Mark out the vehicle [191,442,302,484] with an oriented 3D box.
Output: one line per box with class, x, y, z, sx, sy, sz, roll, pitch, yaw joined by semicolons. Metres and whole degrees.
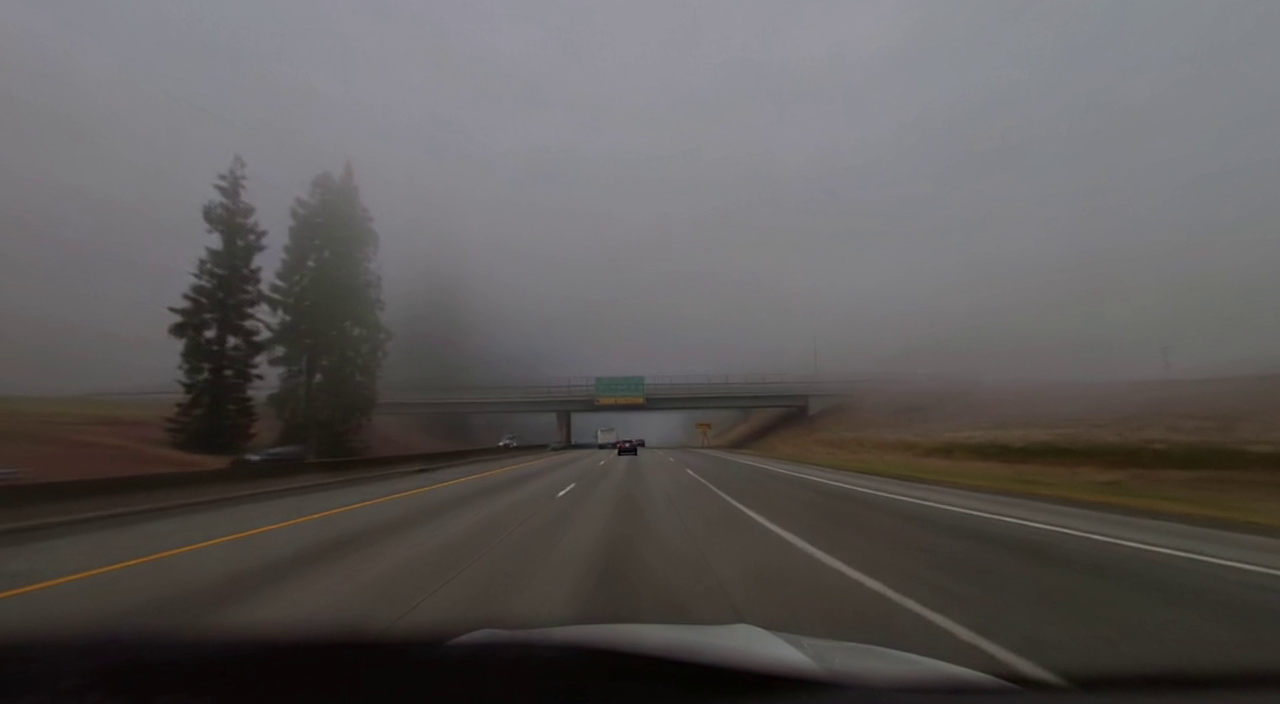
vehicle;-16.347;4.605;26.467;1.976;1.573;4.201;0;-8;-1
